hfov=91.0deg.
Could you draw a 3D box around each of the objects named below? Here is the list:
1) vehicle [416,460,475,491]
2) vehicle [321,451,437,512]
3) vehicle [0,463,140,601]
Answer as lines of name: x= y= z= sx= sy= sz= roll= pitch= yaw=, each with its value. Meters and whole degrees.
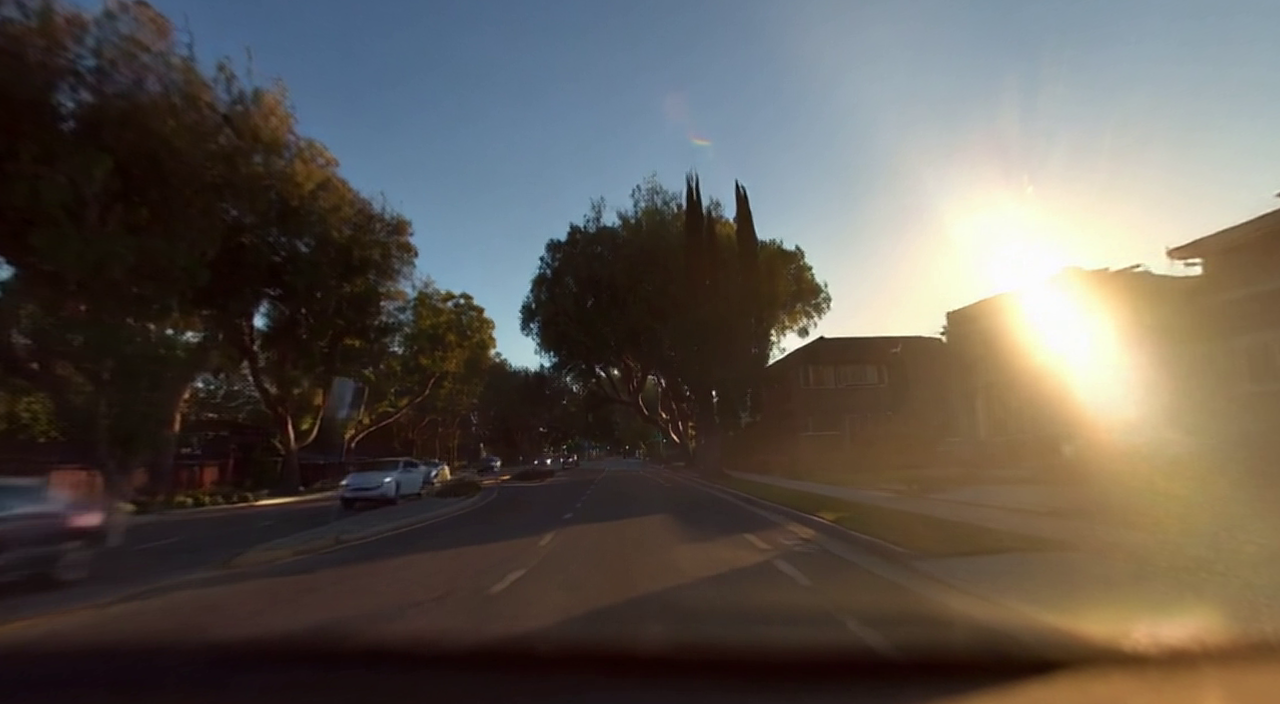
vehicle: x=-10.923 y=6.940 z=35.671 sx=1.925 sy=1.503 sz=4.411 roll=0 pitch=-9 yaw=1
vehicle: x=-8.865 y=4.383 z=21.920 sx=2.057 sy=1.805 sz=4.933 roll=0 pitch=-9 yaw=-2
vehicle: x=-8.237 y=2.051 z=6.841 sx=2.050 sy=1.486 sz=4.512 roll=-2 pitch=-9 yaw=-3
